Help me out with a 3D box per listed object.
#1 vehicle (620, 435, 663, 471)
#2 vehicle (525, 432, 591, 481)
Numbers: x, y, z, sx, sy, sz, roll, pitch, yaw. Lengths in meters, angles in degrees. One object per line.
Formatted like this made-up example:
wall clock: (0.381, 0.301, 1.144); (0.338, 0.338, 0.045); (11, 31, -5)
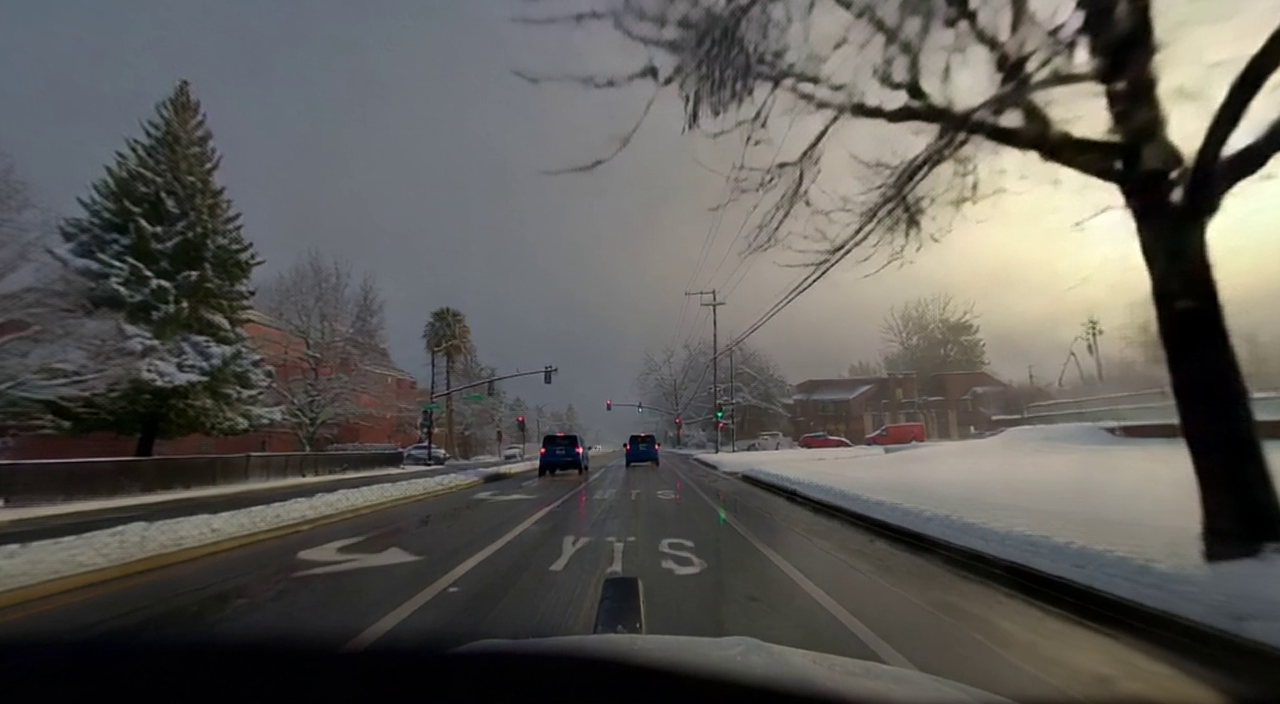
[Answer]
vehicle: (0.031, 5.232, 32.945); (2.088, 1.735, 4.801); (0, -8, -1)
vehicle: (-3.154, 4.128, 25.216); (2.097, 1.755, 4.336); (0, -8, 0)
